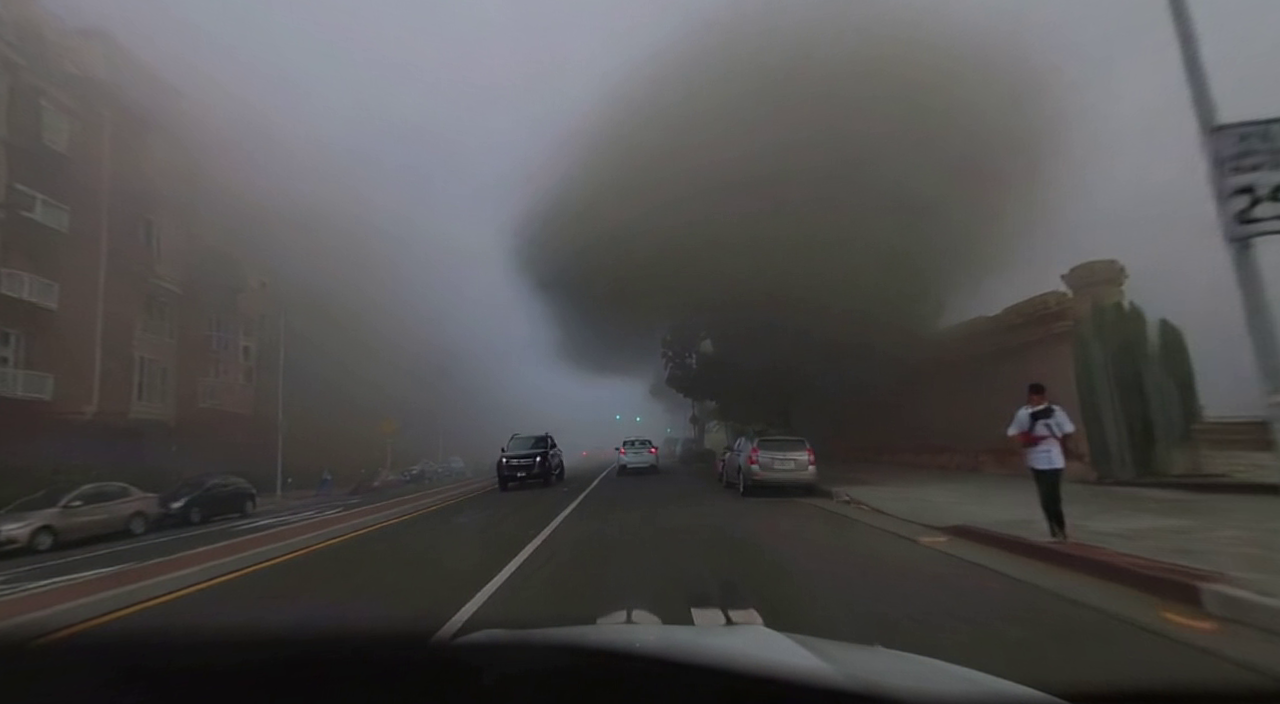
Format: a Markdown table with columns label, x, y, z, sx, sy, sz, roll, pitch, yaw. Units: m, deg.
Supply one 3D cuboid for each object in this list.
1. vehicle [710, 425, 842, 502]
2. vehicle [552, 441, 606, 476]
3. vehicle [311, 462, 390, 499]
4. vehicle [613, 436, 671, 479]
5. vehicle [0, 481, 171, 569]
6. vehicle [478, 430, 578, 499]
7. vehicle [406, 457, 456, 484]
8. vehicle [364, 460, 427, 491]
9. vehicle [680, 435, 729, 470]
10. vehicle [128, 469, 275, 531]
| label | x | y | z | sx | sy | sz | roll | pitch | yaw |
| --- | --- | --- | --- | --- | --- | --- | --- | --- | --- |
| vehicle | 3.032 | 2.607 | 15.222 | 2.077 | 1.532 | 4.694 | 0 | -8 | -1 |
| vehicle | -2.744 | 4.947 | 29.564 | 2.109 | 1.477 | 4.509 | 0 | -8 | 0 |
| vehicle | -13.940 | 6.195 | 30.740 | 1.844 | 1.499 | 4.421 | 0 | -8 | -1 |
| vehicle | 0.075 | 3.949 | 23.868 | 2.026 | 1.496 | 3.701 | 0 | -8 | 0 |
| vehicle | -13.775 | 3.954 | 15.007 | 1.907 | 1.480 | 4.498 | 0 | -8 | -2 |
| vehicle | -3.038 | 3.143 | 18.091 | 2.065 | 1.705 | 4.353 | 0 | -8 | 0 |
| vehicle | -13.863 | 7.922 | 42.154 | 1.835 | 1.476 | 4.532 | -7 | -11 | -1 |
| vehicle | -13.792 | 6.981 | 35.922 | 1.752 | 1.479 | 4.575 | 0 | -8 | 0 |
| vehicle | 2.987 | 4.765 | 30.184 | 1.933 | 1.501 | 4.349 | 0 | -8 | 0 |
| vehicle | -13.839 | 4.655 | 20.304 | 1.839 | 1.594 | 4.055 | 0 | -8 | -1 |
